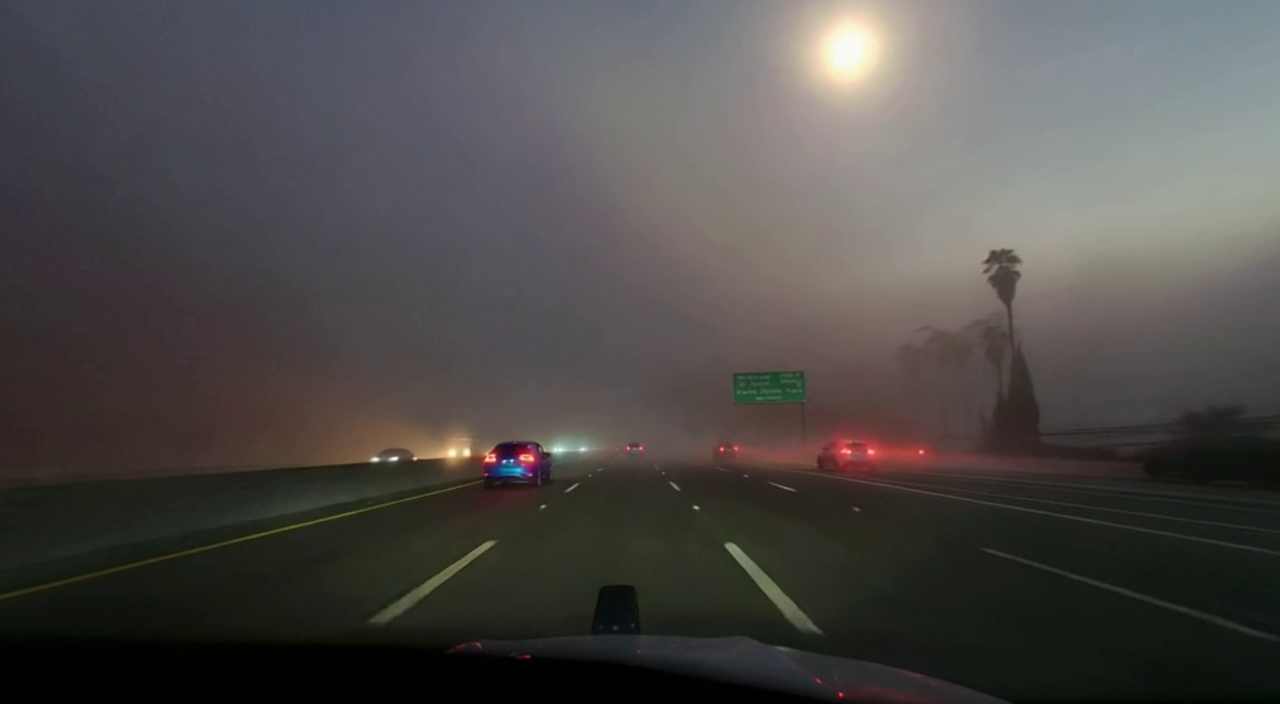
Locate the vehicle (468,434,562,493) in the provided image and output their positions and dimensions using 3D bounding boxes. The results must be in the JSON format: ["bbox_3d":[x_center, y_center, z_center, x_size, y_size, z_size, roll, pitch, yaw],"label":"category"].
[{"bbox_3d":[-3.725,3.412,19.769,1.996,1.617,4.637,0,-8,0],"label":"vehicle"}]

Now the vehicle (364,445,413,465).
[{"bbox_3d":[-19.537,7.977,49.268,1.962,1.469,4.599,0,-8,0],"label":"vehicle"}]
